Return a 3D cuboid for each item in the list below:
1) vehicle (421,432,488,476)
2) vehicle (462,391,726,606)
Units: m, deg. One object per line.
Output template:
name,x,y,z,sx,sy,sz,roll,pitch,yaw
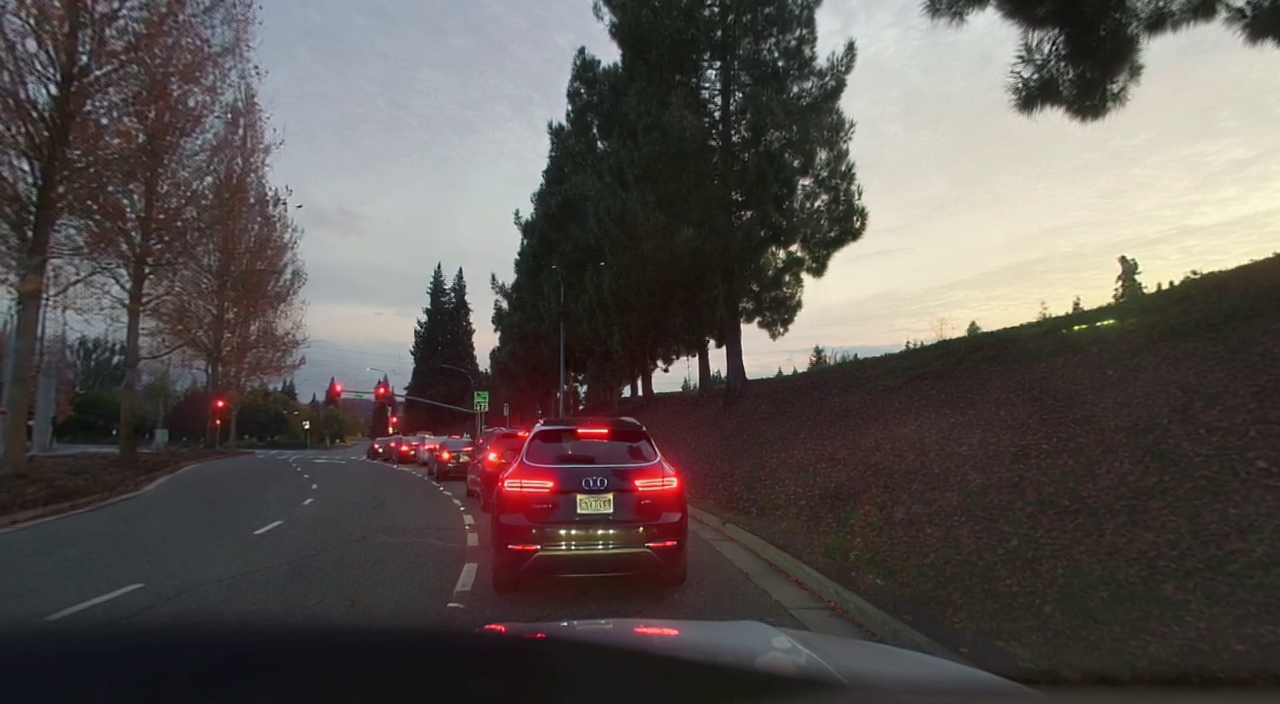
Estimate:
vehicle,-7.286,3.923,24.490,1.902,1.536,3.662,4,-9,-25
vehicle,-0.679,1.459,7.199,2.134,1.671,4.147,1,-8,-10
